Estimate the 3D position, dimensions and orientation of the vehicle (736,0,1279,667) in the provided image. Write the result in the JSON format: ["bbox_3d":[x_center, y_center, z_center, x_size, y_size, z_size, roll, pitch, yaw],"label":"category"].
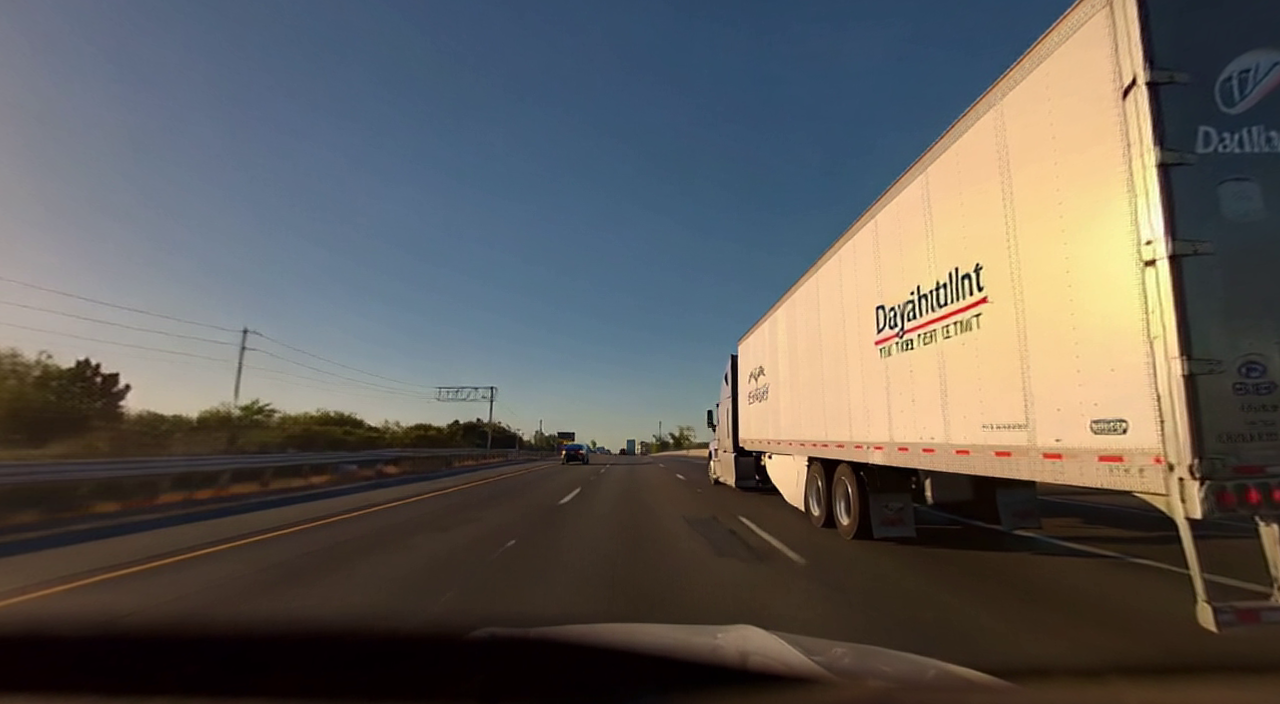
[{"bbox_3d":[3.944,0.622,10.106,2.962,4.132,12.720,0,-8,1],"label":"vehicle"}]

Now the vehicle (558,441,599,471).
[{"bbox_3d":[-3.574,6.119,37.372,2.030,1.657,3.926,0,-8,0],"label":"vehicle"}]
